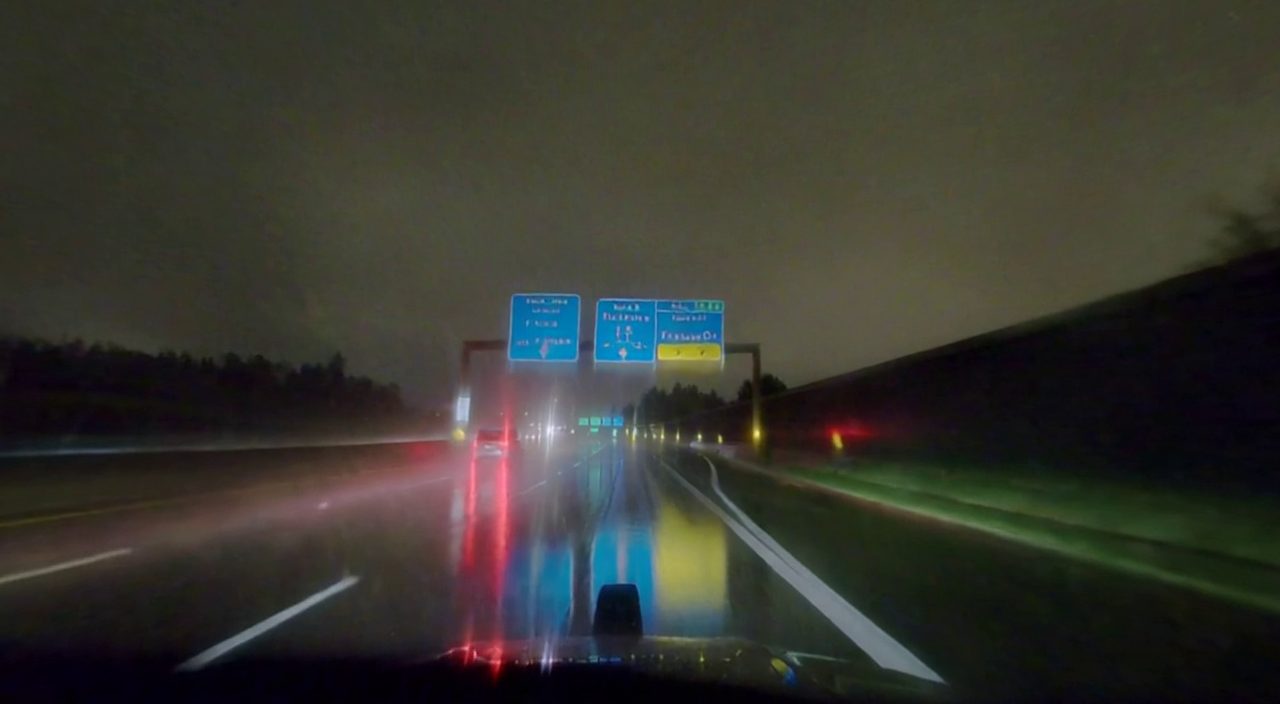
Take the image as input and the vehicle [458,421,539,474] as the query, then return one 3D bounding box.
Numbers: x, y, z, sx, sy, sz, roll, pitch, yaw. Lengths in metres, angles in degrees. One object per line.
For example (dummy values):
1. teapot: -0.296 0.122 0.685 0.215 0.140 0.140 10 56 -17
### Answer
1. vehicle: -4.955 3.397 22.591 2.007 1.727 4.040 0 -8 0
